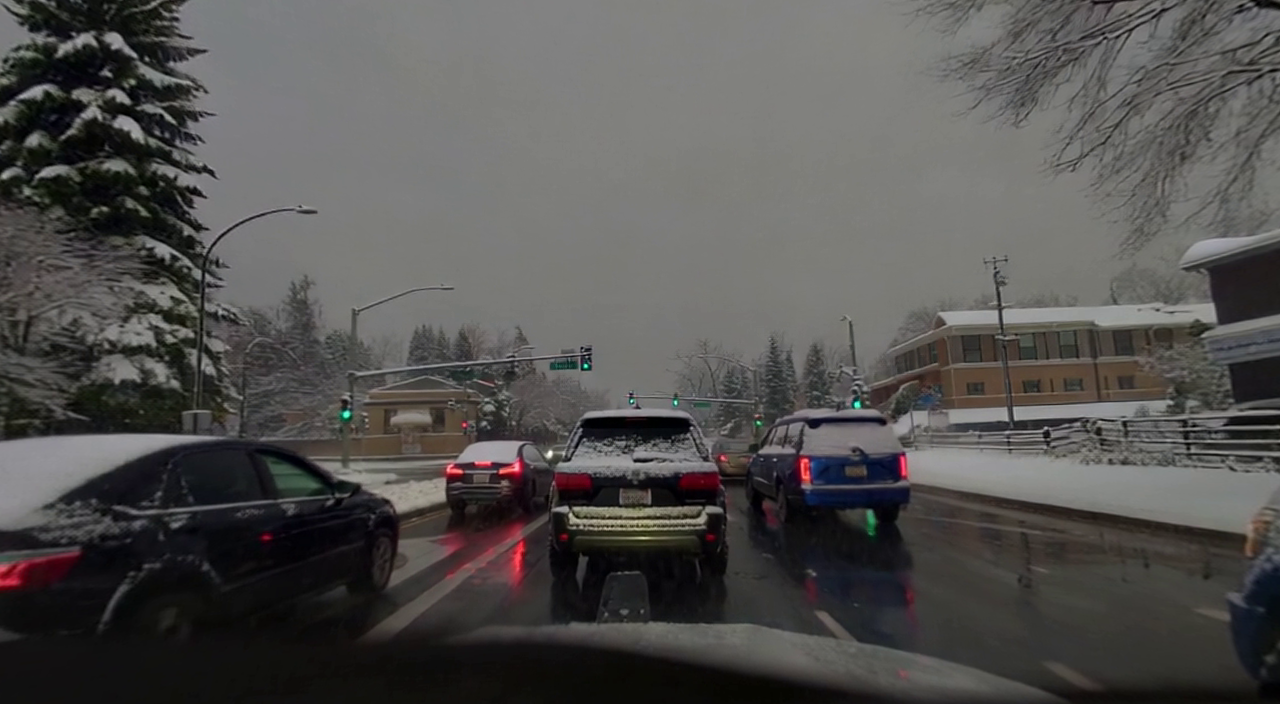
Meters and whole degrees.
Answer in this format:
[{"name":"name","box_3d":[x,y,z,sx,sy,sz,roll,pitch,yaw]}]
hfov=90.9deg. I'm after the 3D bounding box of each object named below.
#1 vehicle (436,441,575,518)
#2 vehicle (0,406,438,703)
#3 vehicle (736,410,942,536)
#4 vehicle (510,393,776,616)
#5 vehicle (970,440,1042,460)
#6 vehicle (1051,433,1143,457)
[{"name":"vehicle","box_3d":[-2.819,2.781,14.420,2.072,1.450,4.612,0,-8,1]},{"name":"vehicle","box_3d":[-3.127,1.263,4.439,1.909,1.476,4.751,0,-8,-1]},{"name":"vehicle","box_3d":[3.444,2.247,12.374,2.408,1.908,5.355,0,-8,1]},{"name":"vehicle","box_3d":[0.031,1.505,7.055,2.113,1.768,3.901,0,-8,0]},{"name":"vehicle","box_3d":[26.435,7.075,45.633,4.180,1.376,1.583,0,-8,2]},{"name":"vehicle","box_3d":[32.781,6.698,45.348,4.869,1.622,2.230,0,-8,1]}]
